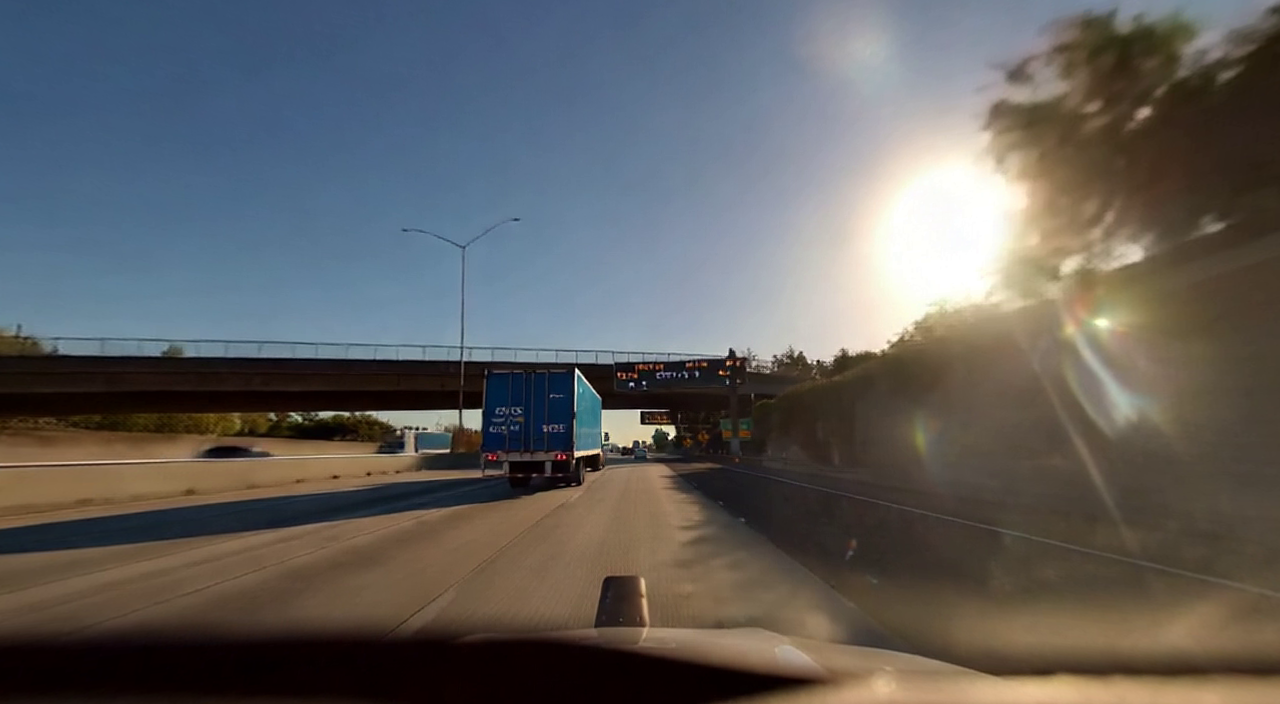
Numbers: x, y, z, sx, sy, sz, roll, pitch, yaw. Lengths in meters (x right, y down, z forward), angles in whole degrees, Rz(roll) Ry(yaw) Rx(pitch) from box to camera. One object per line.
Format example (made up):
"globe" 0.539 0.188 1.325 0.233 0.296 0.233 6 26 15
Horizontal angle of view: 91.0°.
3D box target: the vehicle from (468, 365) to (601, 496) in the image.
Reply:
"vehicle" -3.521 3.208 24.704 3.059 3.956 11.036 0 -9 1
